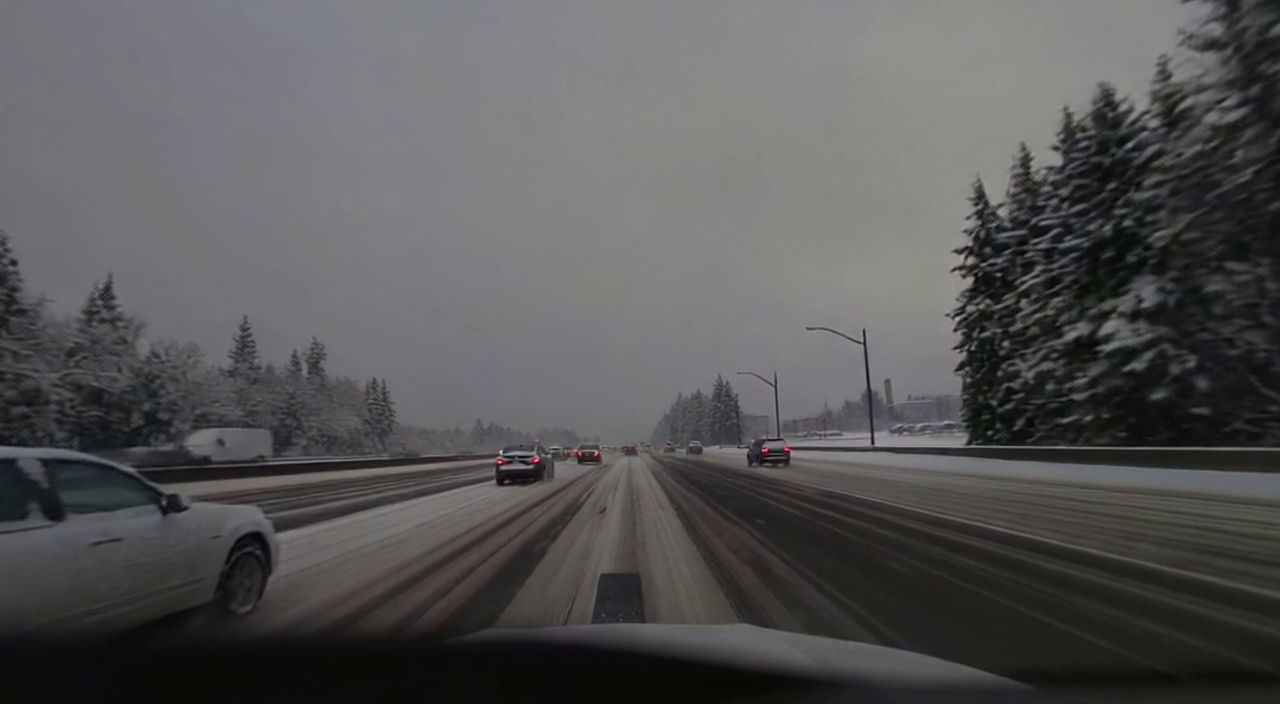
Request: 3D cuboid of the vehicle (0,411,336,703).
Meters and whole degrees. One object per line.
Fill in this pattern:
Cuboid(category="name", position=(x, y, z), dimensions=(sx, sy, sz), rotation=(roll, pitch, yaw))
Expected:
Cuboid(category="vehicle", position=(-3.511, 1.037, 3.001), dimensions=(1.959, 1.433, 4.291), rotation=(0, -9, 0))

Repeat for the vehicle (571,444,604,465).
Cuboid(category="vehicle", position=(-3.882, 7.637, 47.139), dimensions=(2.078, 1.464, 4.093), rotation=(0, -9, 0))

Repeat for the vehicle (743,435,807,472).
Cuboid(category="vehicle", position=(6.797, 5.174, 32.356), dimensions=(2.147, 1.769, 4.666), rotation=(0, -9, -2))

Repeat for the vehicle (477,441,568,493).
Cuboid(category="vehicle", position=(-3.664, 3.681, 20.611), dimensions=(2.047, 1.469, 4.614), rotation=(0, -9, 1))
